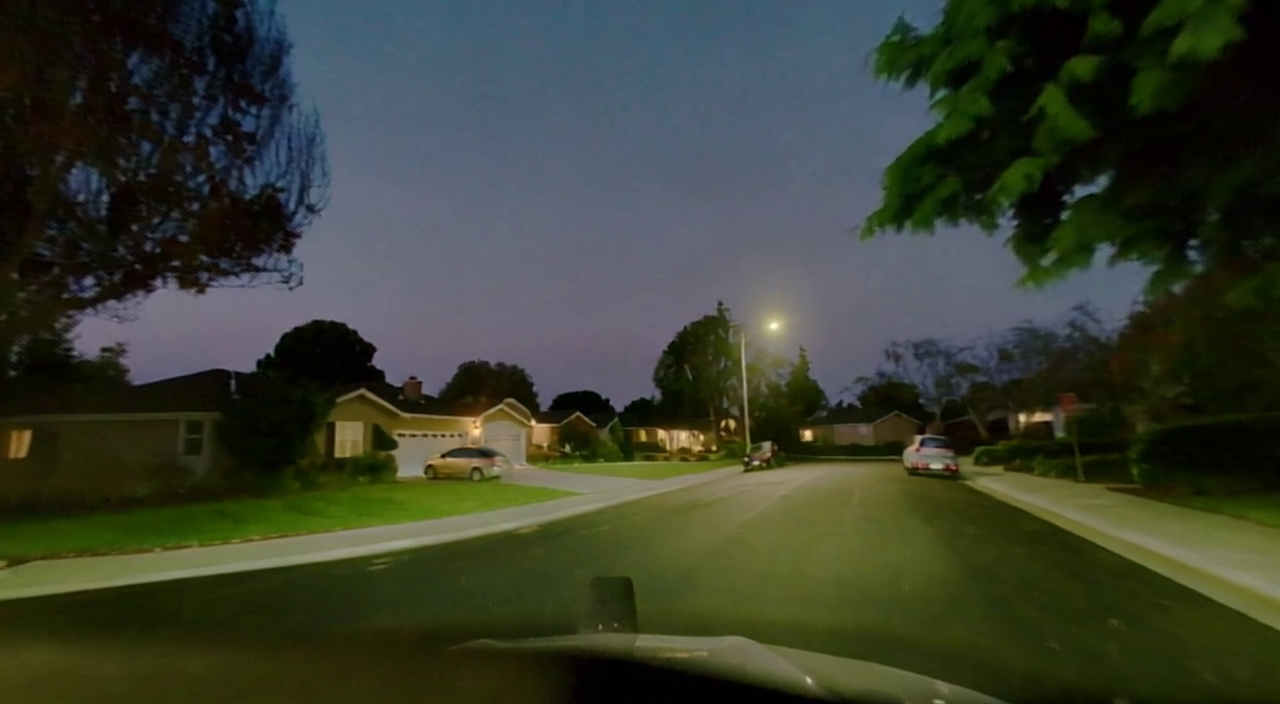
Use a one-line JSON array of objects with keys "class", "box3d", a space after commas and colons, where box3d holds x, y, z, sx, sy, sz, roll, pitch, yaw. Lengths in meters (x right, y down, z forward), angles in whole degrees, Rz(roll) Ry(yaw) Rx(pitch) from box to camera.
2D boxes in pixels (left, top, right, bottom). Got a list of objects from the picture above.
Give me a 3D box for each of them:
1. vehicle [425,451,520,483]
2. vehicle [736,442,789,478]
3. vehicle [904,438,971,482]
[{"class": "vehicle", "box3d": [-8.580, 5.861, 32.358, 4.404, 1.495, 1.844, -3, -9, 21]}, {"class": "vehicle", "box3d": [7.457, 6.464, 37.990, 2.208, 1.834, 4.675, -9, -11, 19]}, {"class": "vehicle", "box3d": [12.037, 4.343, 25.813, 2.005, 1.553, 3.984, -1, -8, 19]}]
